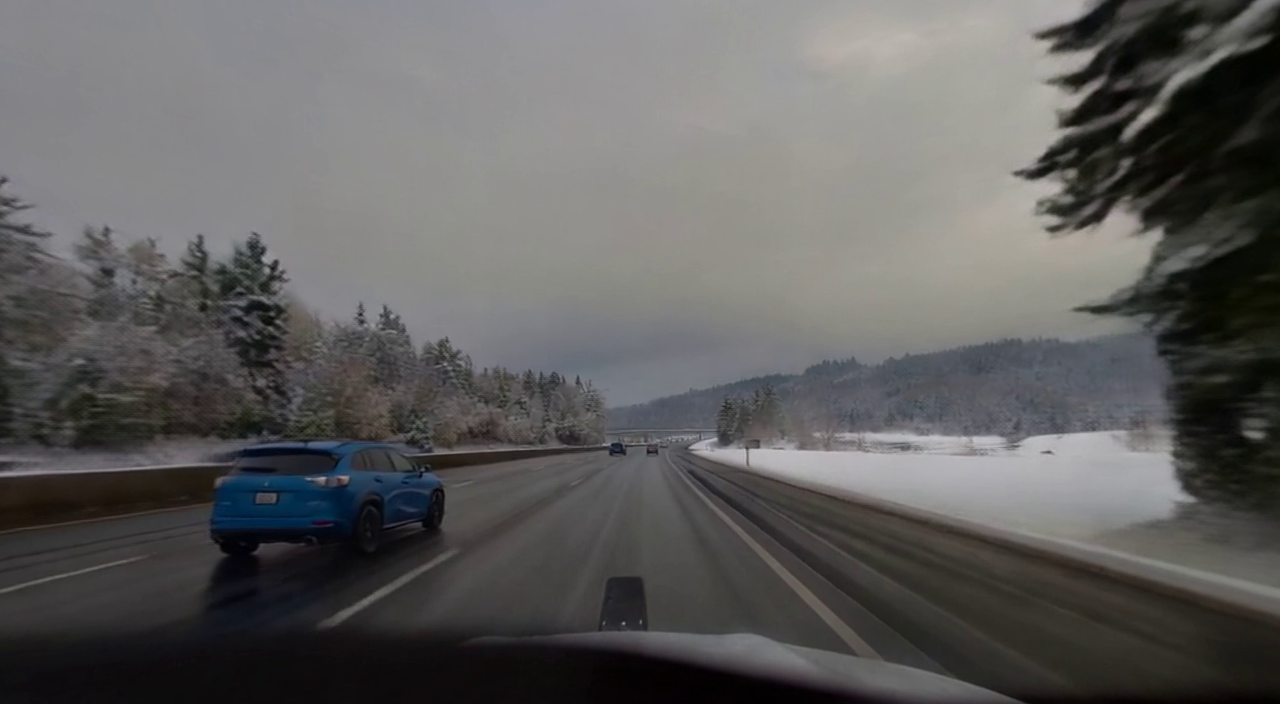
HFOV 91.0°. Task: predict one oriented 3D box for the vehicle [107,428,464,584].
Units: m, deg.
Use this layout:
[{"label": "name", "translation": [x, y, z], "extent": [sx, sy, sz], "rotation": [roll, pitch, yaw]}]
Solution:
[{"label": "vehicle", "translation": [-4.003, 1.804, 8.271], "extent": [1.996, 1.454, 4.495], "rotation": [0, -9, 1]}]
